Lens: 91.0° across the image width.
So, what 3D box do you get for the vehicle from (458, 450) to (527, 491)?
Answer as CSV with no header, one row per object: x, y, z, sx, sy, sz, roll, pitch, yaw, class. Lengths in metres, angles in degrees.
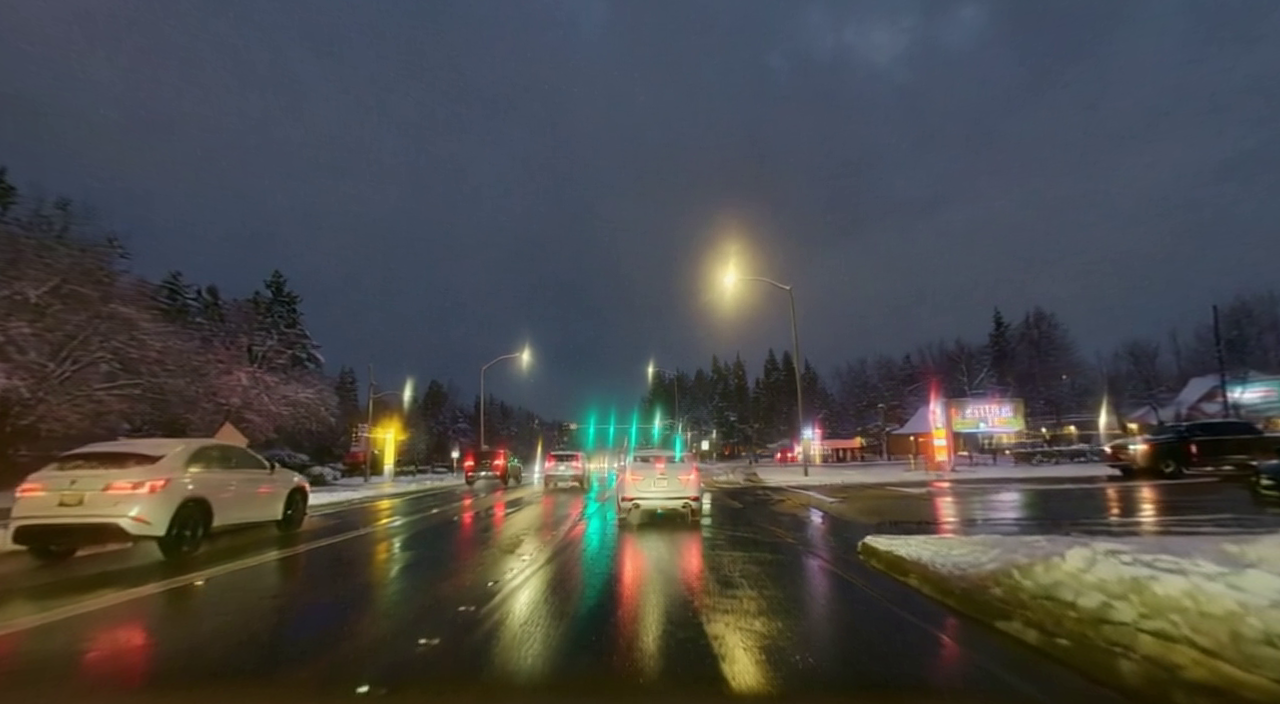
-6.869,5.525,29.779,2.032,1.767,4.549,0,-9,1,vehicle

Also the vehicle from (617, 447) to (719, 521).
0.604,3.021,14.972,2.091,1.494,3.962,0,-9,1,vehicle

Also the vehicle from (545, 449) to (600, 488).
-3.230,5.676,31.091,2.055,1.725,4.732,0,-9,2,vehicle

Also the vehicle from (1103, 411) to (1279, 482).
17.937,2.872,19.148,5.852,1.962,2.323,-7,-11,41,vehicle

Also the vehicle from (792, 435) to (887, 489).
8.751,4.853,28.349,2.412,2.116,5.939,0,-8,1,vehicle

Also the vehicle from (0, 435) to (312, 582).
-7.033,2.110,9.378,1.968,1.657,4.230,0,-9,1,vehicle
